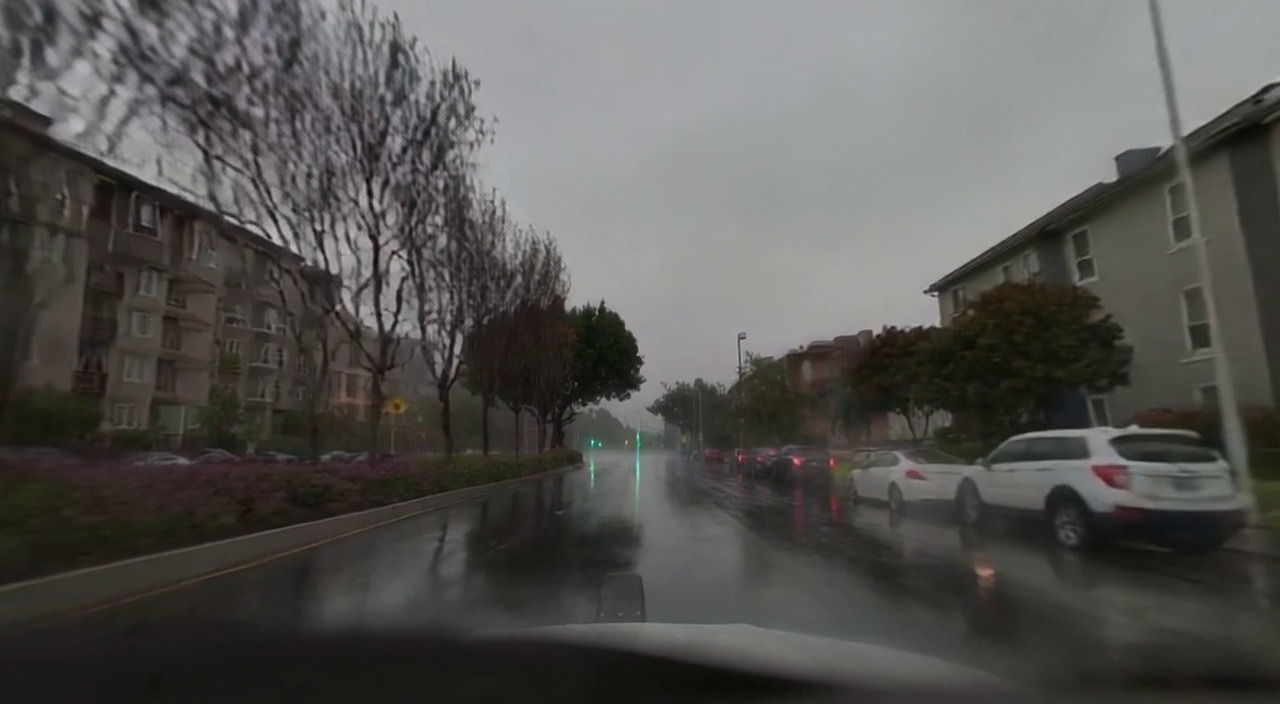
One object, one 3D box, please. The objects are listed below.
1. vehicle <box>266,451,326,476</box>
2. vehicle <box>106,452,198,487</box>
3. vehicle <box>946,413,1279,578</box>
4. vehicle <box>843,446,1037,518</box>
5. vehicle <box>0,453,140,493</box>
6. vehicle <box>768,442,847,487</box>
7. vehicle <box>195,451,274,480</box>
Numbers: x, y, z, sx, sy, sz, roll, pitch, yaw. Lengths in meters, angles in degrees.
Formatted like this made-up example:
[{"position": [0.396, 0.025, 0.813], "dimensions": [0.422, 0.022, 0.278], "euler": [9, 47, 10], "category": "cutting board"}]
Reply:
[{"position": [-25.557, 8.270, 46.916], "dimensions": [1.945, 1.694, 4.329], "euler": [0, -9, 0], "category": "vehicle"}, {"position": [-25.828, 6.201, 33.509], "dimensions": [1.730, 1.734, 4.001], "euler": [0, -9, -1], "category": "vehicle"}, {"position": [7.084, 2.016, 9.723], "dimensions": [2.241, 1.877, 4.810], "euler": [0, -9, 0], "category": "vehicle"}, {"position": [7.035, 3.068, 15.490], "dimensions": [2.145, 1.470, 4.693], "euler": [1, -9, -5], "category": "vehicle"}, {"position": [-25.298, 5.326, 28.082], "dimensions": [1.909, 1.579, 4.744], "euler": [-1, -9, 3], "category": "vehicle"}, {"position": [6.801, 4.607, 26.087], "dimensions": [2.078, 1.699, 4.292], "euler": [0, -9, -1], "category": "vehicle"}, {"position": [-25.766, 7.206, 40.179], "dimensions": [1.996, 1.650, 4.382], "euler": [0, -9, 2], "category": "vehicle"}]
